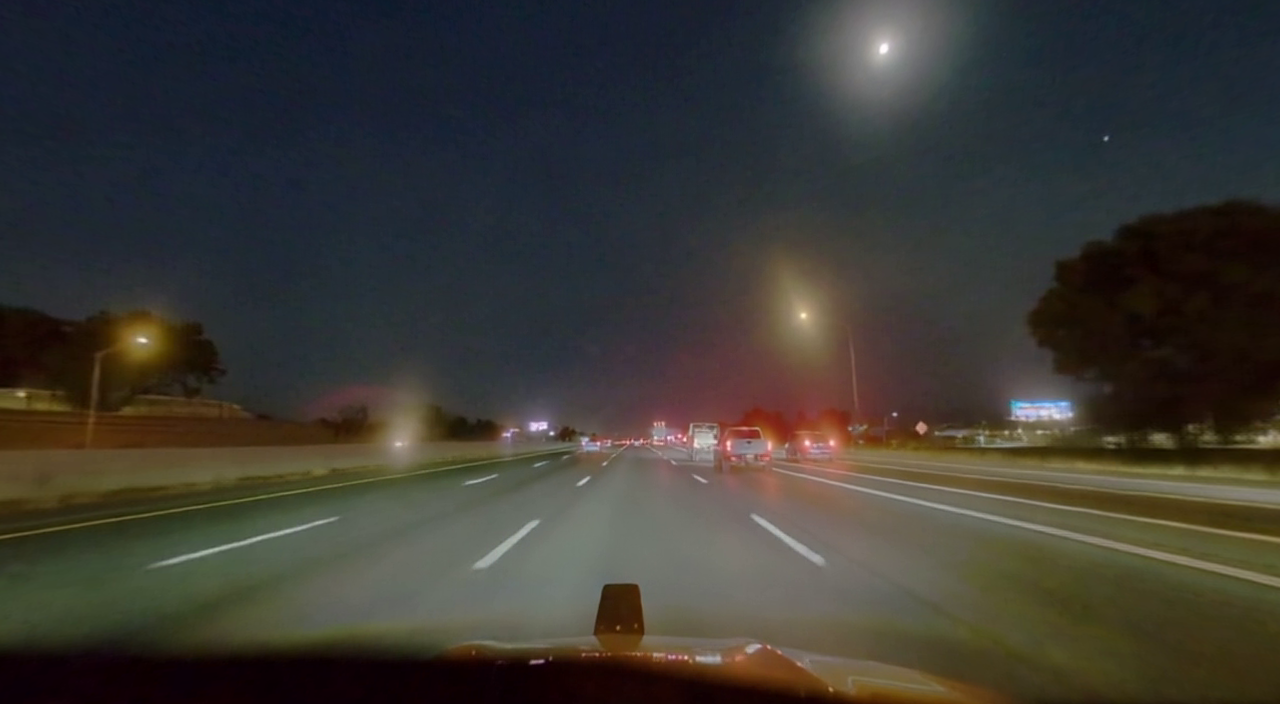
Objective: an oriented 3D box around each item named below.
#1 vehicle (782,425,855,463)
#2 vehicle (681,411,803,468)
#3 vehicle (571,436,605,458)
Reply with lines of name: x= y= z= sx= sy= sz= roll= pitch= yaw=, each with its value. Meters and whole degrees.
vehicle: x=9.539 y=5.020 z=34.186 sx=2.184 sy=1.873 sz=5.466 roll=0 pitch=-8 yaw=-2
vehicle: x=4.100 y=4.165 z=29.488 sx=3.042 sy=2.004 sz=14.051 roll=0 pitch=-8 yaw=-2
vehicle: x=-3.708 y=6.828 z=45.412 sx=2.066 sy=1.500 sz=4.415 roll=0 pitch=-8 yaw=0
